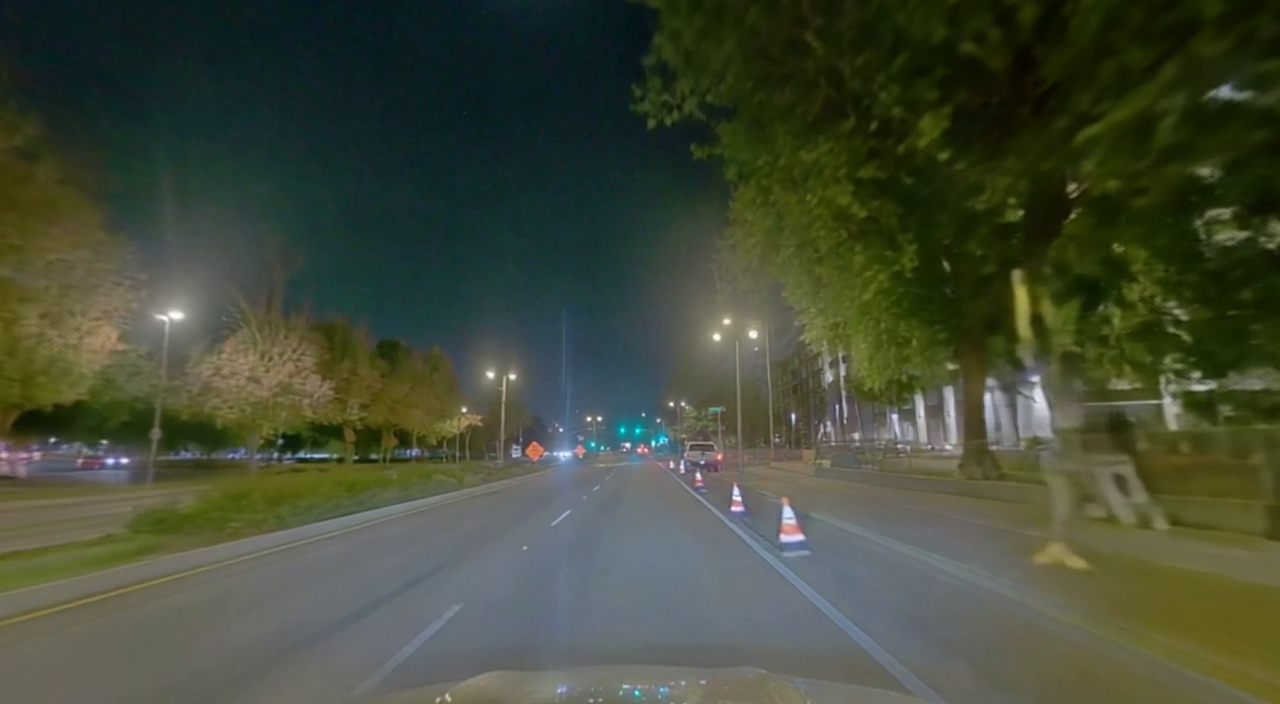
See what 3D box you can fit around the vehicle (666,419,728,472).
[{"bbox_3d":[3.061,5.113,34.694,2.849,2.686,3.176,-1,-8,-4],"label":"vehicle"}]
